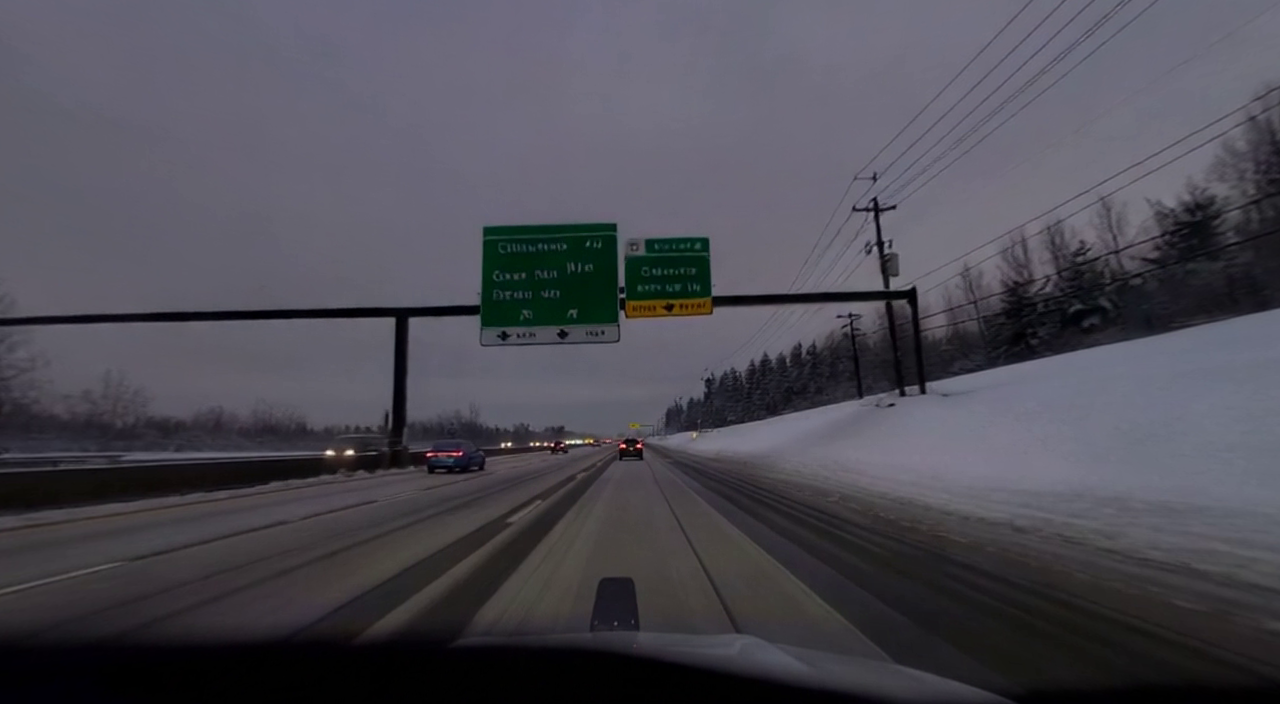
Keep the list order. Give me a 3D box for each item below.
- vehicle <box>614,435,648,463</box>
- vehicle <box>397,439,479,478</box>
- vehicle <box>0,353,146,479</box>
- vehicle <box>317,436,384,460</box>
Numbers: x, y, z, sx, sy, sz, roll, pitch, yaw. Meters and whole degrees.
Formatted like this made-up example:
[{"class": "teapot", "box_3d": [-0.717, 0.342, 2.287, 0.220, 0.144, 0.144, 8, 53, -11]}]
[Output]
[{"class": "vehicle", "box_3d": [-0.602, 6.310, 40.934, 2.040, 1.715, 3.906, 0, -8, -1]}, {"class": "vehicle", "box_3d": [-8.112, 4.309, 25.776, 1.949, 1.428, 4.408, 0, -8, -1]}, {"class": "vehicle", "box_3d": [-21.506, 1.916, 19.065, 2.761, 3.920, 13.199, 0, -8, -2]}, {"class": "vehicle", "box_3d": [-16.972, 5.636, 37.089, 2.045, 1.312, 4.140, 0, -8, -1]}]
